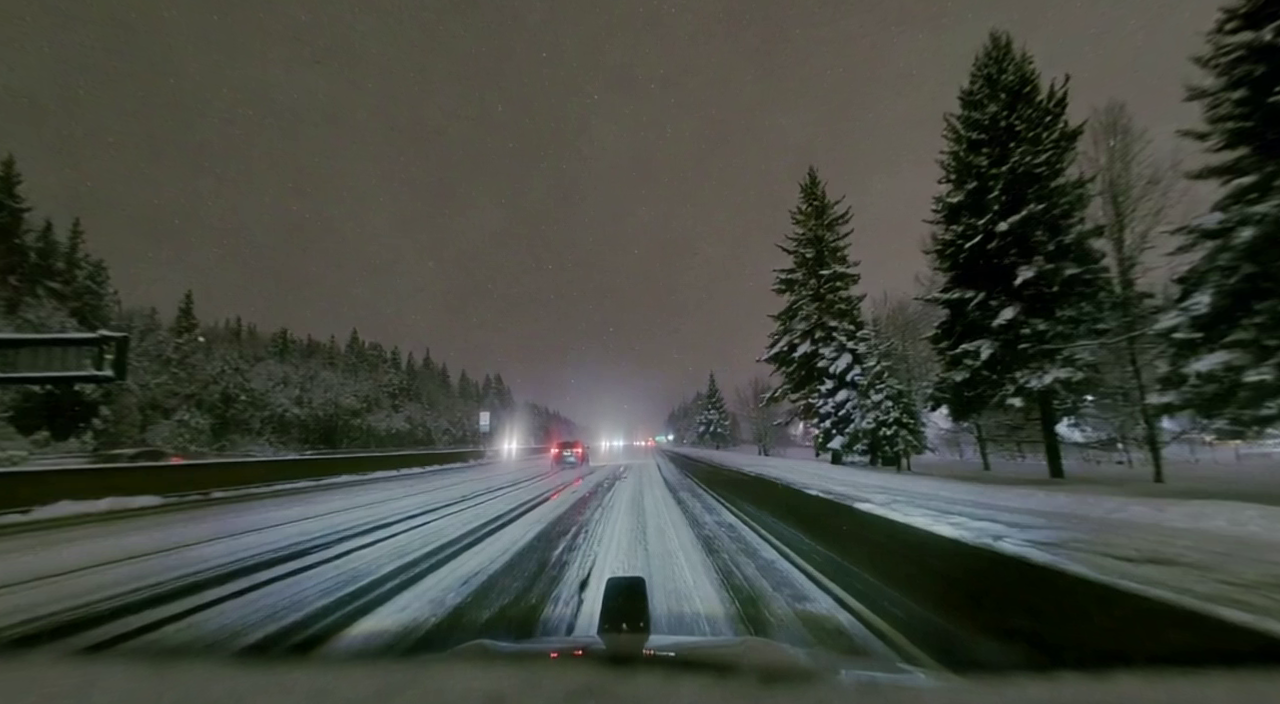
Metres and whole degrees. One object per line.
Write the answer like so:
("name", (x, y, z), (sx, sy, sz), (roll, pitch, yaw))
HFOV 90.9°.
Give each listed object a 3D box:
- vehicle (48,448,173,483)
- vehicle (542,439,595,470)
("vehicle", (-24.424, 5.218, 29.352), (1.908, 1.439, 4.448), (0, -8, 1))
("vehicle", (-3.540, 5.176, 31.974), (2.128, 1.450, 4.078), (0, -8, 1))
